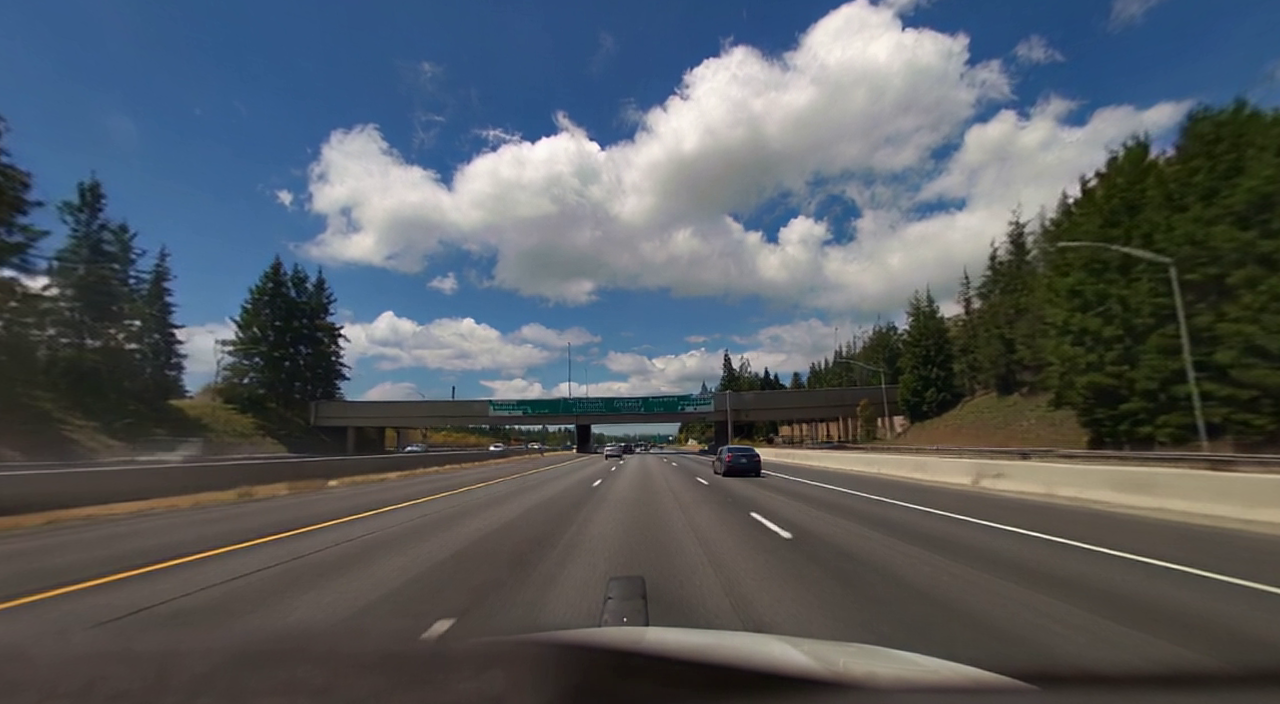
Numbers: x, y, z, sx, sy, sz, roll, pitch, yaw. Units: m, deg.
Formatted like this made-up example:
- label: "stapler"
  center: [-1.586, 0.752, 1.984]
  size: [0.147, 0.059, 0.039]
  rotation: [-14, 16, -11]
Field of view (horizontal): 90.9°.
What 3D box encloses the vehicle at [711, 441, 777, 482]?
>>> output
- label: "vehicle"
  center: [4.096, 4.375, 25.582]
  size: [1.908, 1.483, 4.259]
  rotation: [0, -8, -1]
